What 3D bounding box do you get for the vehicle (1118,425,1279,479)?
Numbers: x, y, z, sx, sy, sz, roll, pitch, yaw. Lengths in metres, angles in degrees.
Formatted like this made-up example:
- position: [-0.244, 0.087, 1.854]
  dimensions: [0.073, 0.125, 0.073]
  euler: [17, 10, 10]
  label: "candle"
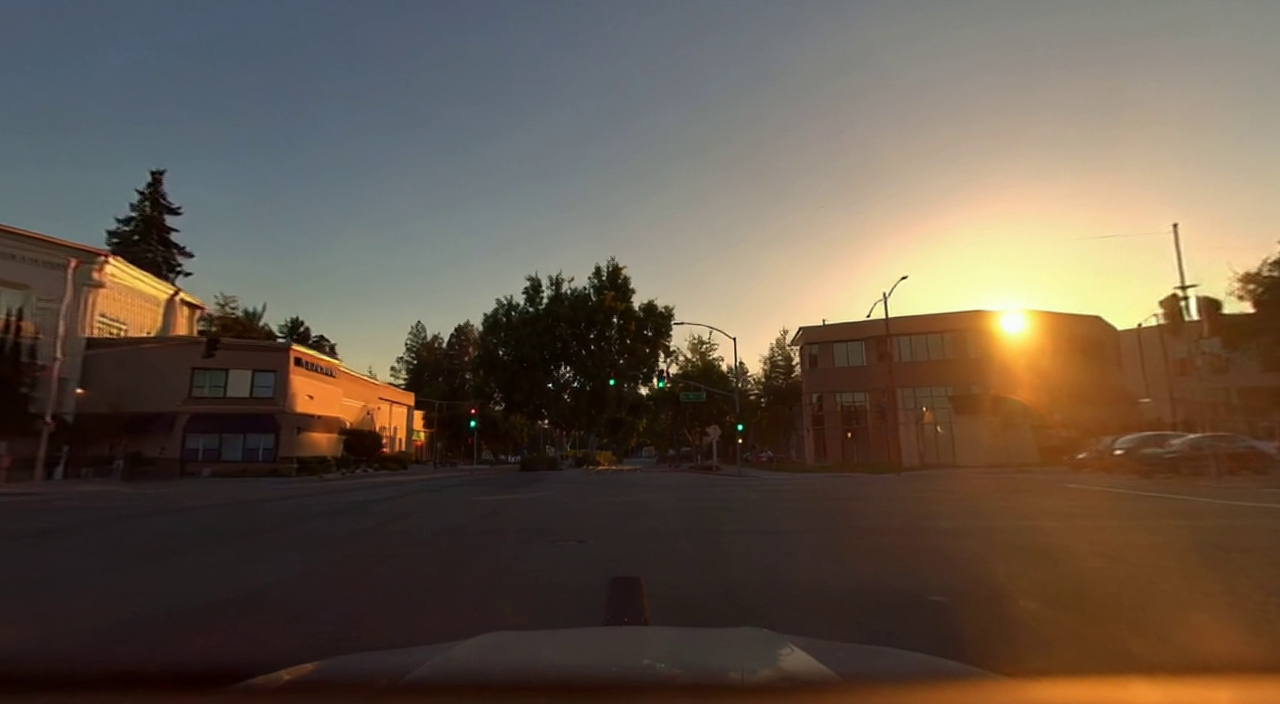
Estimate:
- position: [18.165, 3.163, 20.035]
  dimensions: [4.288, 1.600, 1.927]
  euler: [0, -8, 1]
  label: "vehicle"
